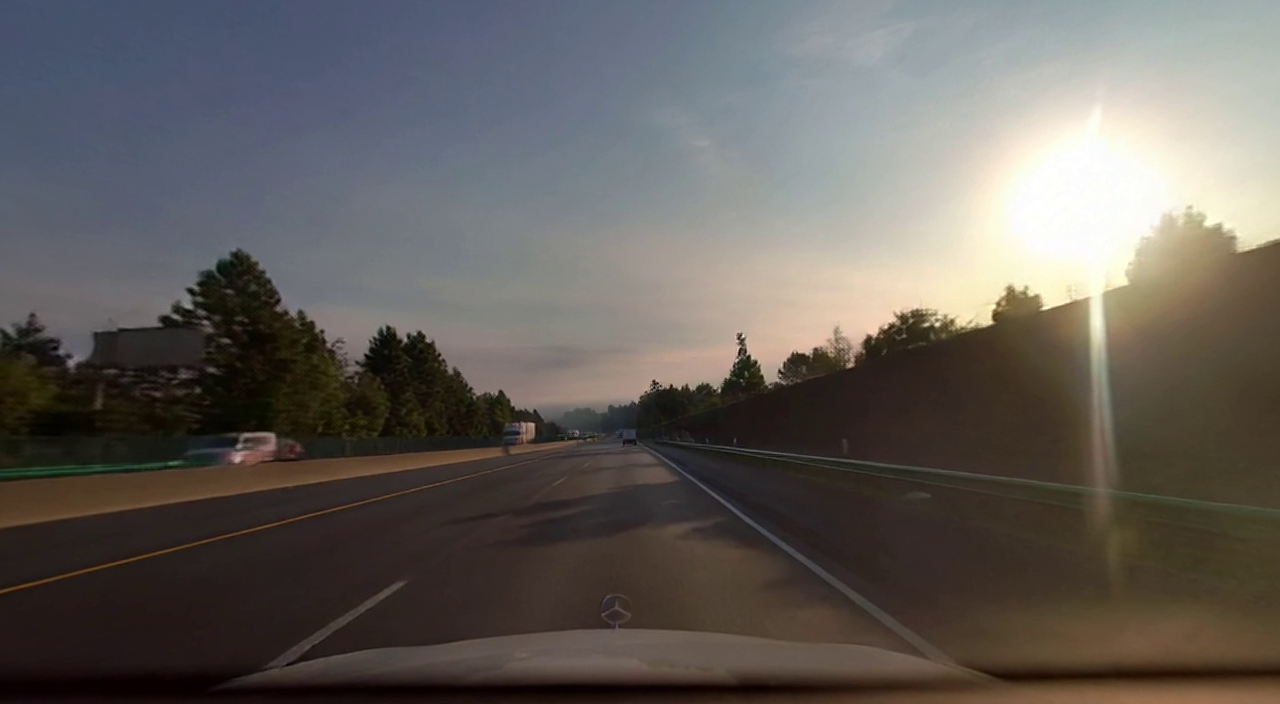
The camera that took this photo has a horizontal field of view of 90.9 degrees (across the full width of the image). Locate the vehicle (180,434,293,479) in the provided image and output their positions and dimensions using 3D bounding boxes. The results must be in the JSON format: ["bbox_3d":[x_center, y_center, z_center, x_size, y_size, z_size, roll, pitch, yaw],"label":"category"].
[{"bbox_3d":[-16.779,4.330,26.505,1.973,1.703,4.250,0,-7,-1],"label":"vehicle"}]
